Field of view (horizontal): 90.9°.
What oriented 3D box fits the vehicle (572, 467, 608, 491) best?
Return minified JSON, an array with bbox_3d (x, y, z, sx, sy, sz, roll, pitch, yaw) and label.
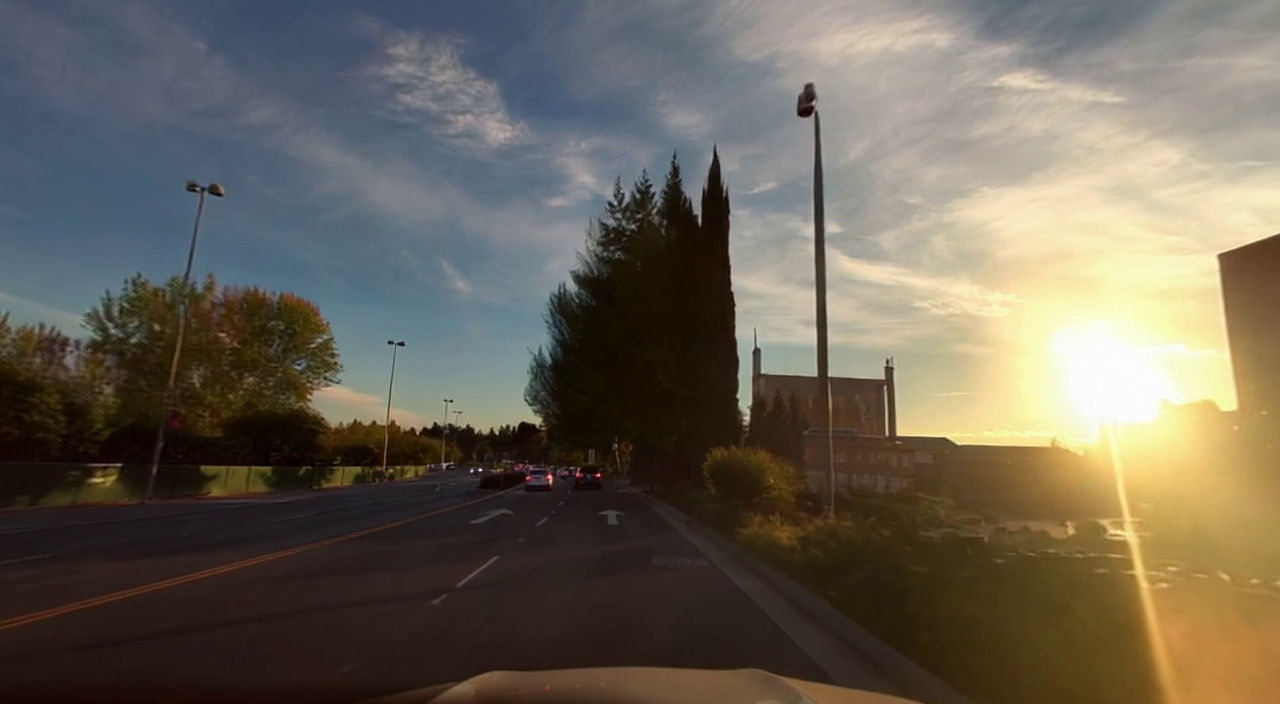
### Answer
[{"bbox_3d":[-3.477,8.602,42.858,2.129,1.471,4.258,2,-10,-8],"label":"vehicle"}]
